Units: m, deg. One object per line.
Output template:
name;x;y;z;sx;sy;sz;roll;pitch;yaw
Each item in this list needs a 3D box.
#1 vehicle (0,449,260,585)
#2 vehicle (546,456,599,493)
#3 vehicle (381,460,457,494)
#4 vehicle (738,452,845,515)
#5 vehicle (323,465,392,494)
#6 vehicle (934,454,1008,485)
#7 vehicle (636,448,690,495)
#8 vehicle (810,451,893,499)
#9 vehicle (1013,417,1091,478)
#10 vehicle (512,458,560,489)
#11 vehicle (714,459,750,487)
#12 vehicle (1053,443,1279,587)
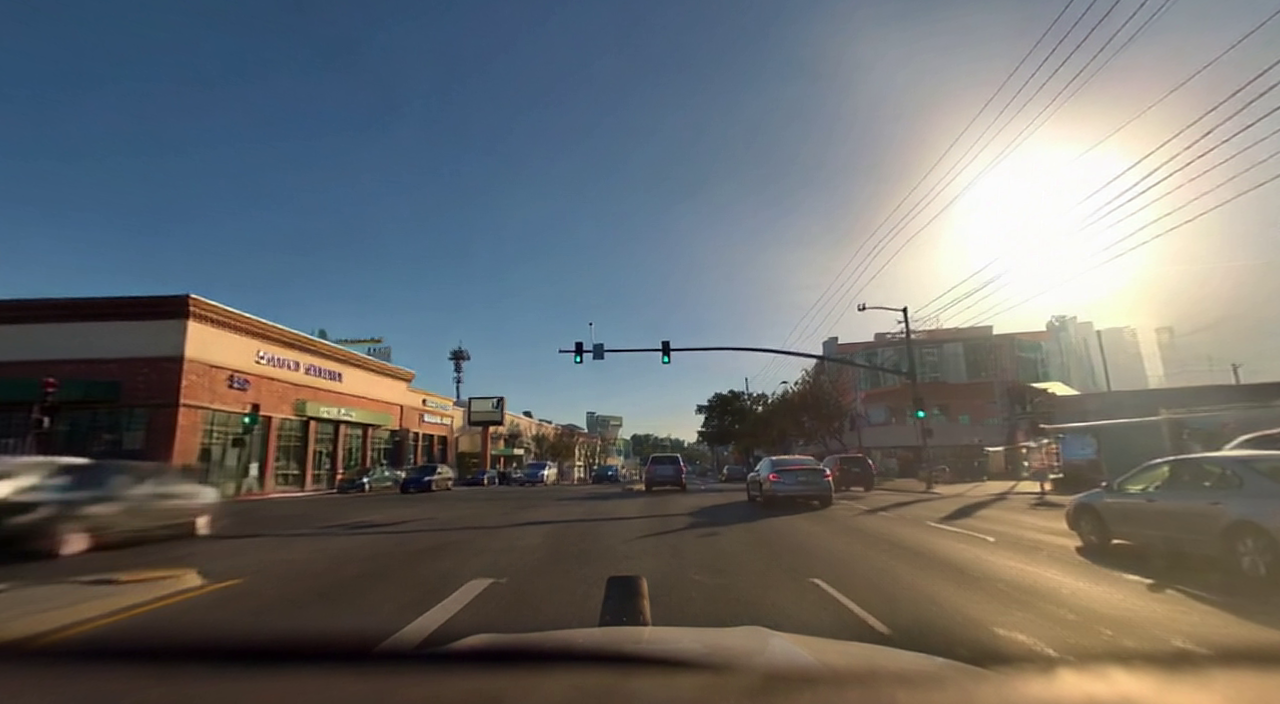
vehicle;-8.150;2.212;9.359;1.993;1.491;4.673;0;-8;2
vehicle;-3.491;6.466;33.631;2.041;1.494;4.647;-3;-6;3
vehicle;-10.889;6.172;31.413;1.871;1.453;4.575;-1;-8;4
vehicle;4.091;3.602;17.873;1.963;1.484;4.609;0;-8;1
vehicle;-17.468;7.900;39.243;2.125;1.484;4.832;-1;-9;-1
vehicle;17.656;6.197;33.518;4.373;1.399;2.052;7;-11;-42
vehicle;1.053;5.216;28.031;2.210;1.861;4.280;-1;-8;3
vehicle;8.604;4.986;26.073;2.040;1.738;4.414;0;-8;2
vehicle;18.974;4.357;29.041;2.521;2.491;5.455;-7;-10;33
vehicle;-6.714;7.885;41.214;2.065;1.805;4.668;-1;-8;4
vehicle;6.358;8.373;44.024;2.036;1.719;4.318;0;-8;3
vehicle;7.558;1.863;7.739;1.911;1.466;4.572;0;-8;1
